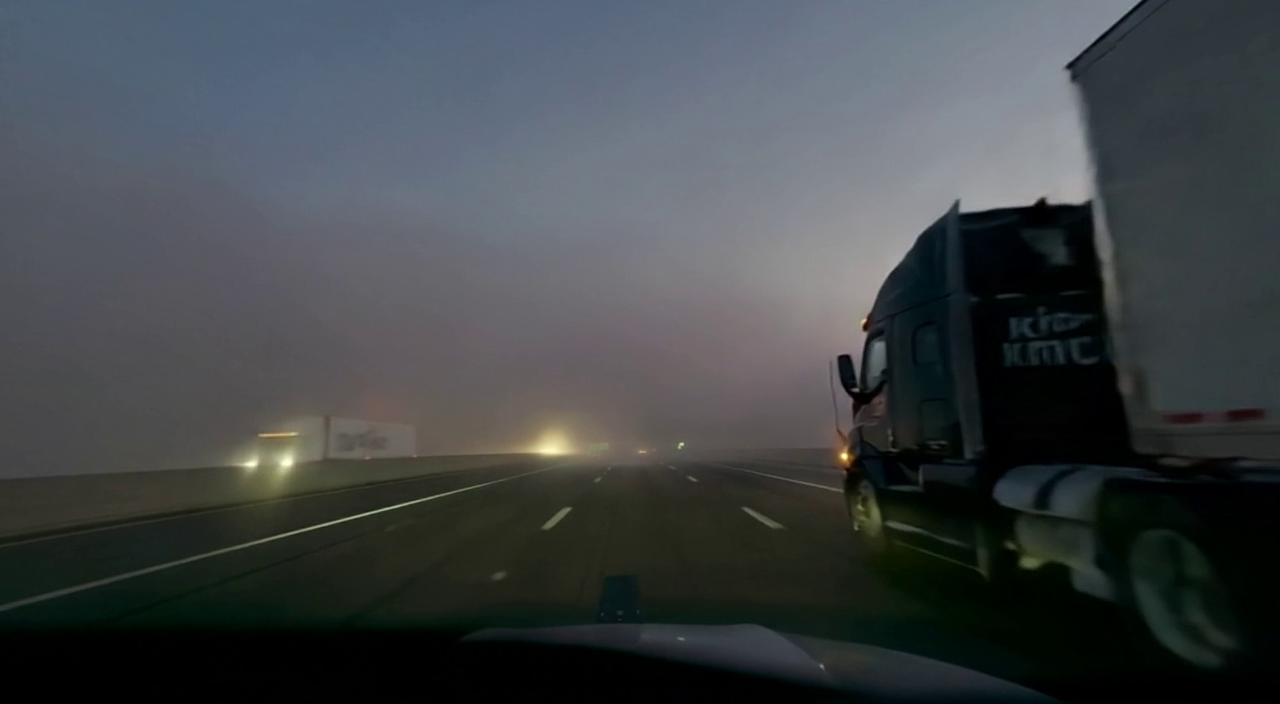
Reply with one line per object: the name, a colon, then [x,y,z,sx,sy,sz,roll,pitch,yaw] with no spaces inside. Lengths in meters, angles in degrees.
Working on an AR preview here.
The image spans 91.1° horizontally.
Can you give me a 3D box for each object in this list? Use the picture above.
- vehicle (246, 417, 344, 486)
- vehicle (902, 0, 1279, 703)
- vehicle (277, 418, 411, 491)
vehicle: [-20.448,5.931,37.592,3.053,3.842,4.764,0,-9,-1]
vehicle: [4.433,0.003,3.696,3.016,3.938,5.838,0,-9,-1]
vehicle: [-20.589,7.333,45.386,3.091,4.397,13.932,0,-9,-1]
